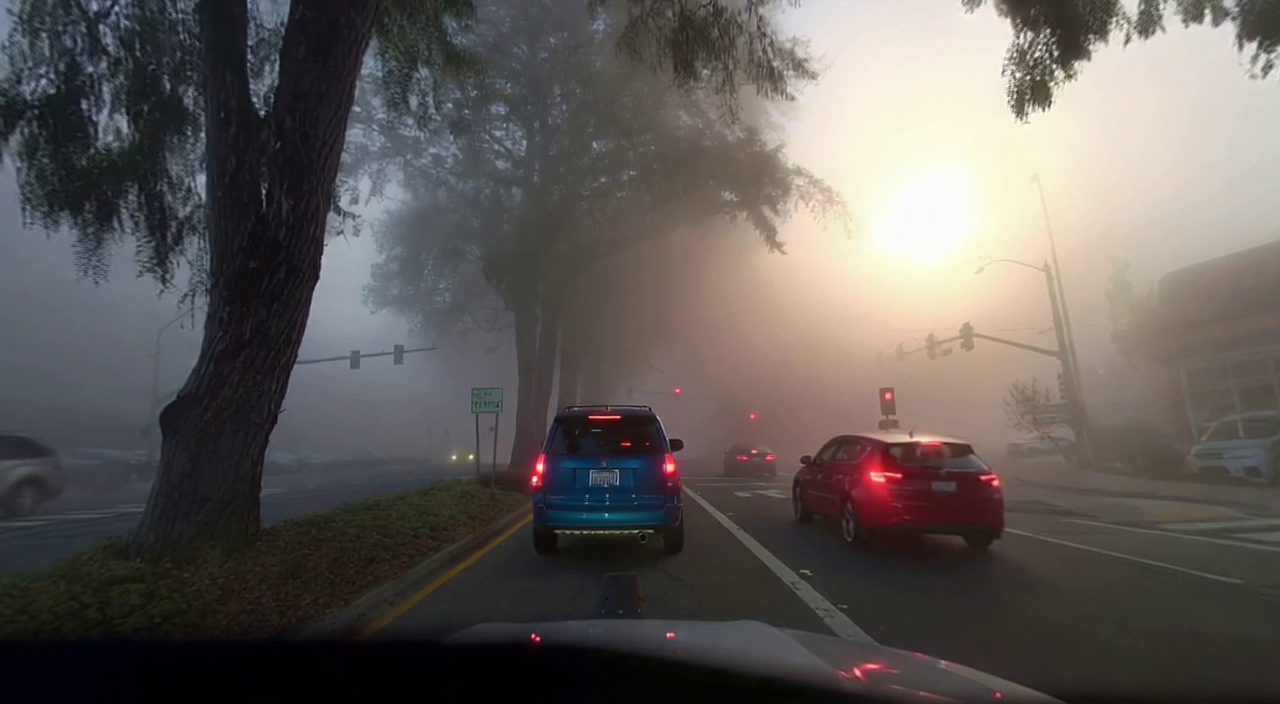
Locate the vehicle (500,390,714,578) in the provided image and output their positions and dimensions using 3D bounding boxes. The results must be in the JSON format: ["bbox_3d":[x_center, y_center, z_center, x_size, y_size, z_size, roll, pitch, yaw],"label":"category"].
[{"bbox_3d":[-0.302,1.643,8.613,2.096,1.837,4.687,0,-9,1],"label":"vehicle"}]

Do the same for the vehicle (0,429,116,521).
[{"bbox_3d":[-12.798,2.260,11.609,2.108,1.683,4.861,0,-9,0],"label":"vehicle"}]

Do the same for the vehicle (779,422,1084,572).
[{"bbox_3d":[3.579,1.879,9.065,2.098,1.555,4.778,0,-9,0],"label":"vehicle"}]

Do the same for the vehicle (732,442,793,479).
[{"bbox_3d":[5.289,4.726,27.808,1.883,1.496,4.236,0,-9,1],"label":"vehicle"}]
